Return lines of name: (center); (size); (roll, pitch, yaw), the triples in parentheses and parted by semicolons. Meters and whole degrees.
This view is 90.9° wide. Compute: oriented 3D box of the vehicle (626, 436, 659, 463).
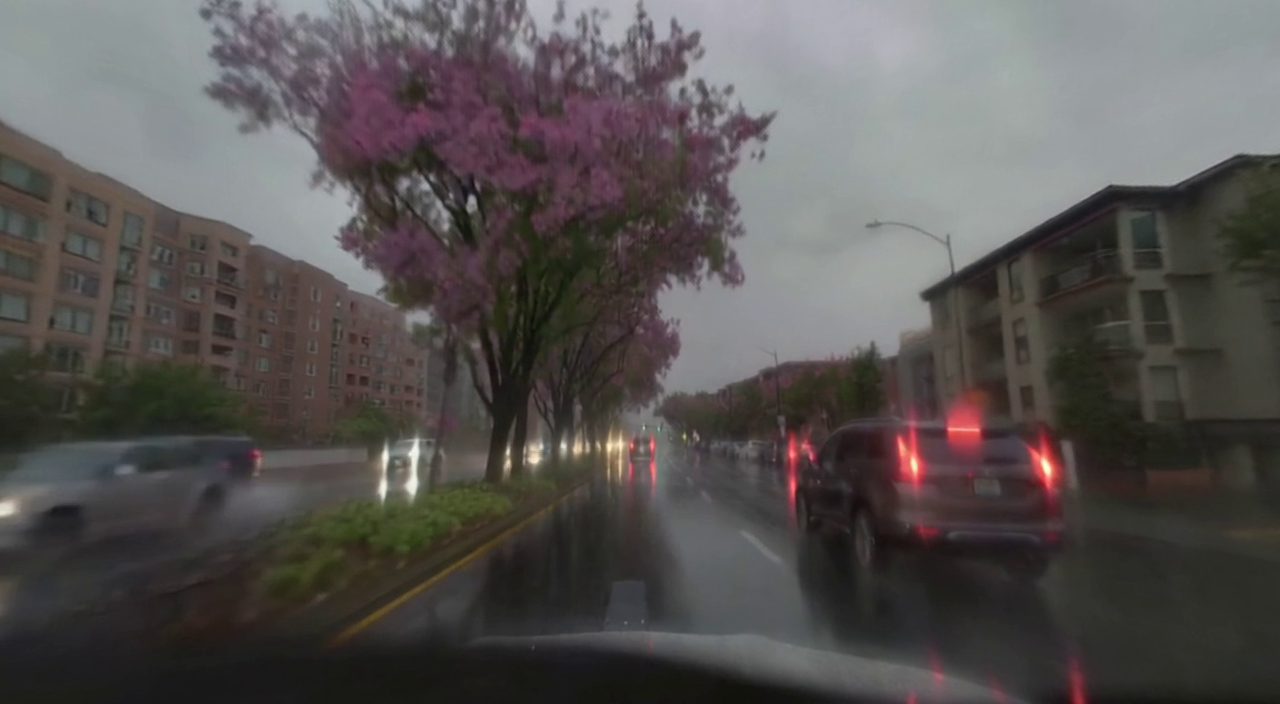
vehicle: (0.204, 6.980, 45.237); (2.244, 1.813, 4.129); (0, -8, 2)

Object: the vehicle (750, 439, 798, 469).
vehicle: (8.042, 6.152, 38.194); (1.869, 1.658, 4.405); (0, -8, -1)

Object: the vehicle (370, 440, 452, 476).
vehicle: (-11.784, 5.471, 32.936); (2.191, 1.684, 5.428); (0, -8, 1)

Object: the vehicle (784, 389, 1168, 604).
vehicle: (3.269, 1.518, 7.494); (2.071, 1.747, 4.549); (0, -8, 1)

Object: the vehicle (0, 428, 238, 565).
vehicle: (-8.142, 1.896, 8.911); (1.960, 1.530, 4.313); (0, -8, 1)
